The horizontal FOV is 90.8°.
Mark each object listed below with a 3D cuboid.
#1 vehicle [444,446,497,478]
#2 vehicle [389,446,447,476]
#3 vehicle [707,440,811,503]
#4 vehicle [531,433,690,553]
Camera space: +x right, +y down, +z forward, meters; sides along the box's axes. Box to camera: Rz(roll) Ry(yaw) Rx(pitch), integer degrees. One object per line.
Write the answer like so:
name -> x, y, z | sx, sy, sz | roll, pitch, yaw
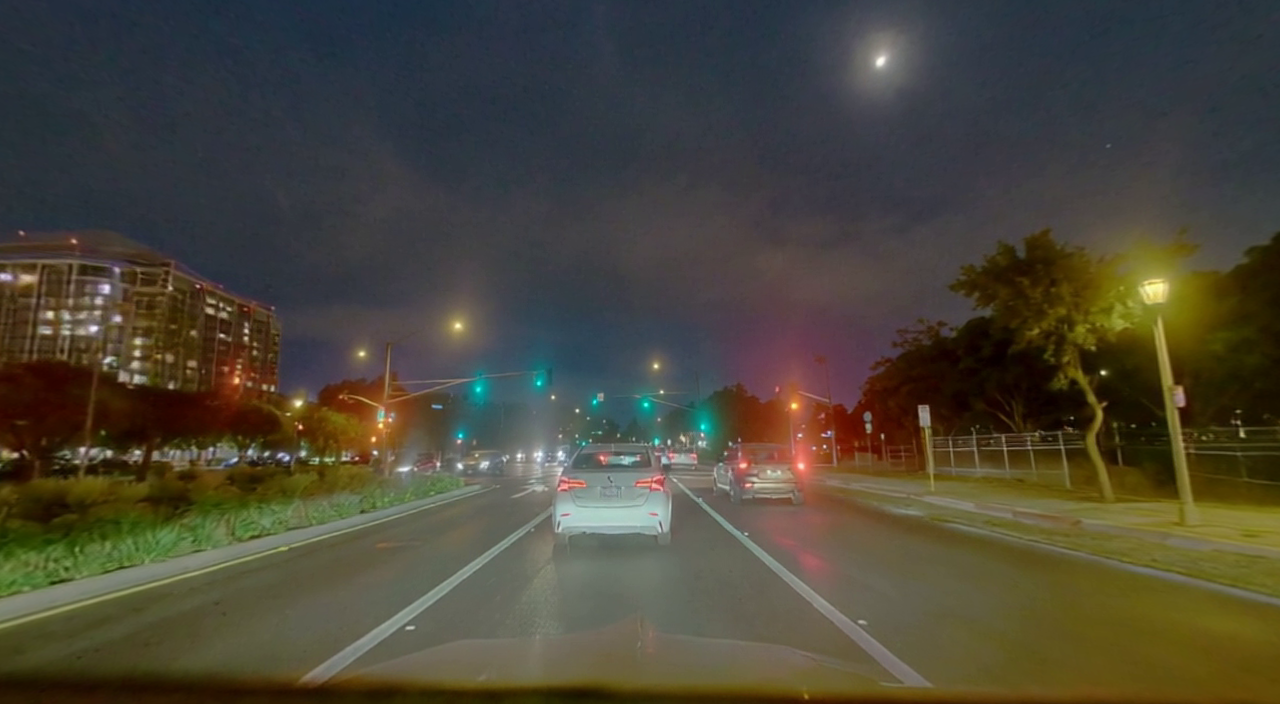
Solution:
vehicle -> -8.772, 5.710, 33.053 | 1.824, 1.513, 4.254 | 0, -9, -3
vehicle -> -13.420, 6.592, 38.432 | 1.985, 1.689, 4.461 | 0, -9, -2
vehicle -> 3.108, 3.201, 17.395 | 1.910, 1.474, 4.263 | 0, -9, -2
vehicle -> -0.415, 2.049, 9.811 | 2.006, 1.487, 3.535 | 0, -9, -1
